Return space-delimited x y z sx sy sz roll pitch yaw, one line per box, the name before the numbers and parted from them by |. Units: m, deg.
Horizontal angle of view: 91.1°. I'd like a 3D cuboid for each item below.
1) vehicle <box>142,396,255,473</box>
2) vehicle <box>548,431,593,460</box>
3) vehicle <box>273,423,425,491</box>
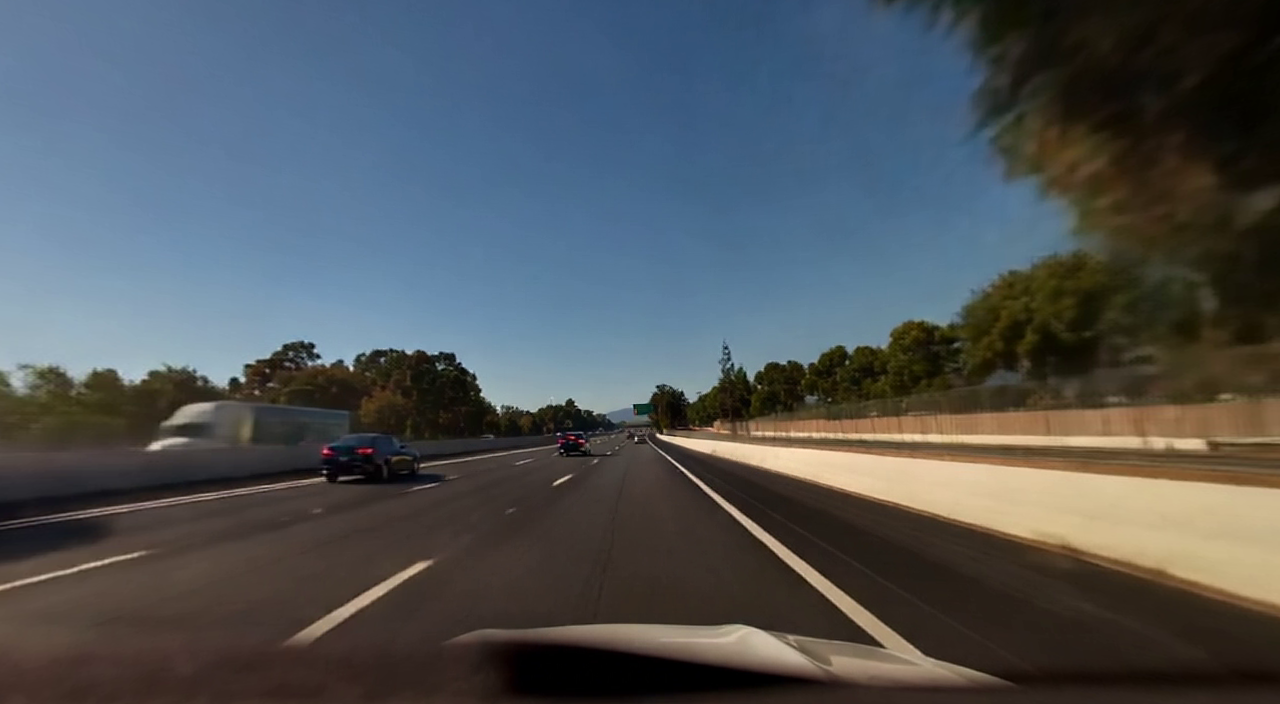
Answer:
vehicle | -24.960 4.662 35.874 2.937 4.060 4.499 0 -7 0
vehicle | -3.940 5.407 36.466 2.064 1.571 4.225 0 -8 1
vehicle | -7.862 2.856 17.557 2.113 1.632 4.409 0 -8 0
